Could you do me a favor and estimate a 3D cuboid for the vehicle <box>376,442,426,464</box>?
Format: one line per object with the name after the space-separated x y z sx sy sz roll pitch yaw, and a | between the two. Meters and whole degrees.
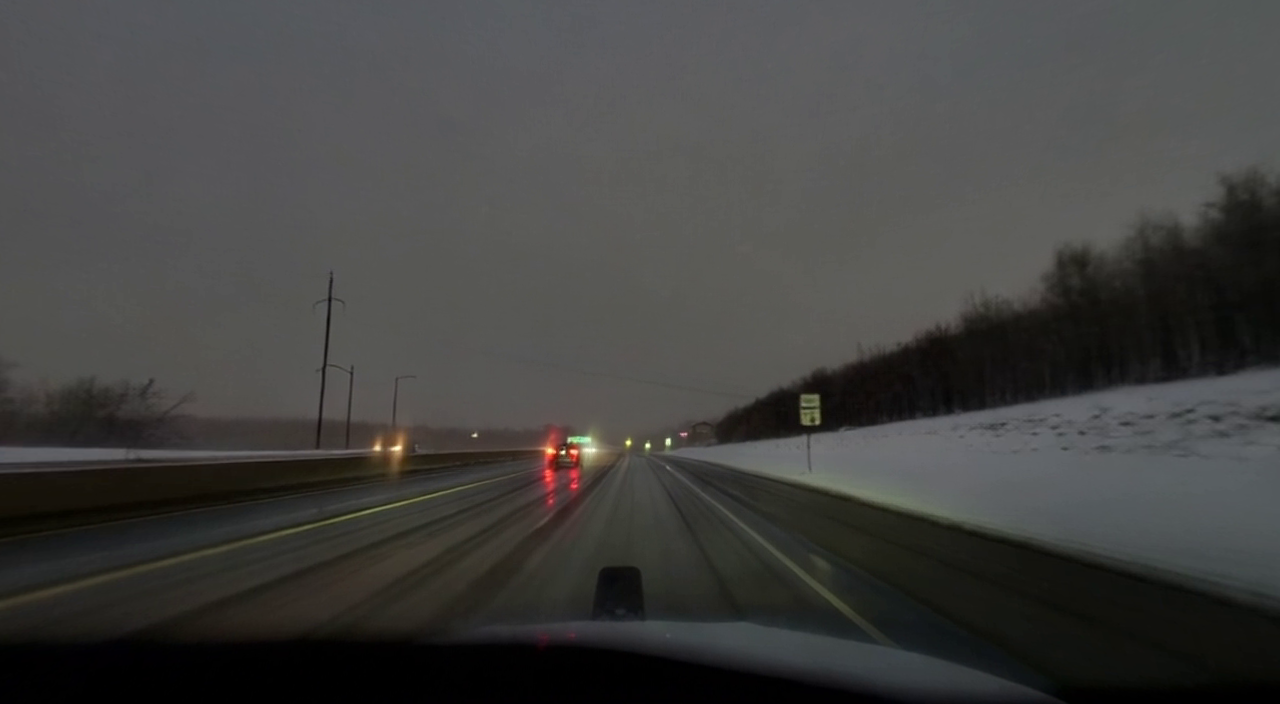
-17.839 7.571 47.186 1.935 1.531 4.440 0 -9 1 | vehicle

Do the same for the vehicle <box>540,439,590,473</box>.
-3.945 5.562 33.808 2.133 1.683 4.340 0 -9 0 | vehicle

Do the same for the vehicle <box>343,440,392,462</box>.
-21.404 7.797 49.614 1.889 1.598 4.423 0 -9 0 | vehicle
